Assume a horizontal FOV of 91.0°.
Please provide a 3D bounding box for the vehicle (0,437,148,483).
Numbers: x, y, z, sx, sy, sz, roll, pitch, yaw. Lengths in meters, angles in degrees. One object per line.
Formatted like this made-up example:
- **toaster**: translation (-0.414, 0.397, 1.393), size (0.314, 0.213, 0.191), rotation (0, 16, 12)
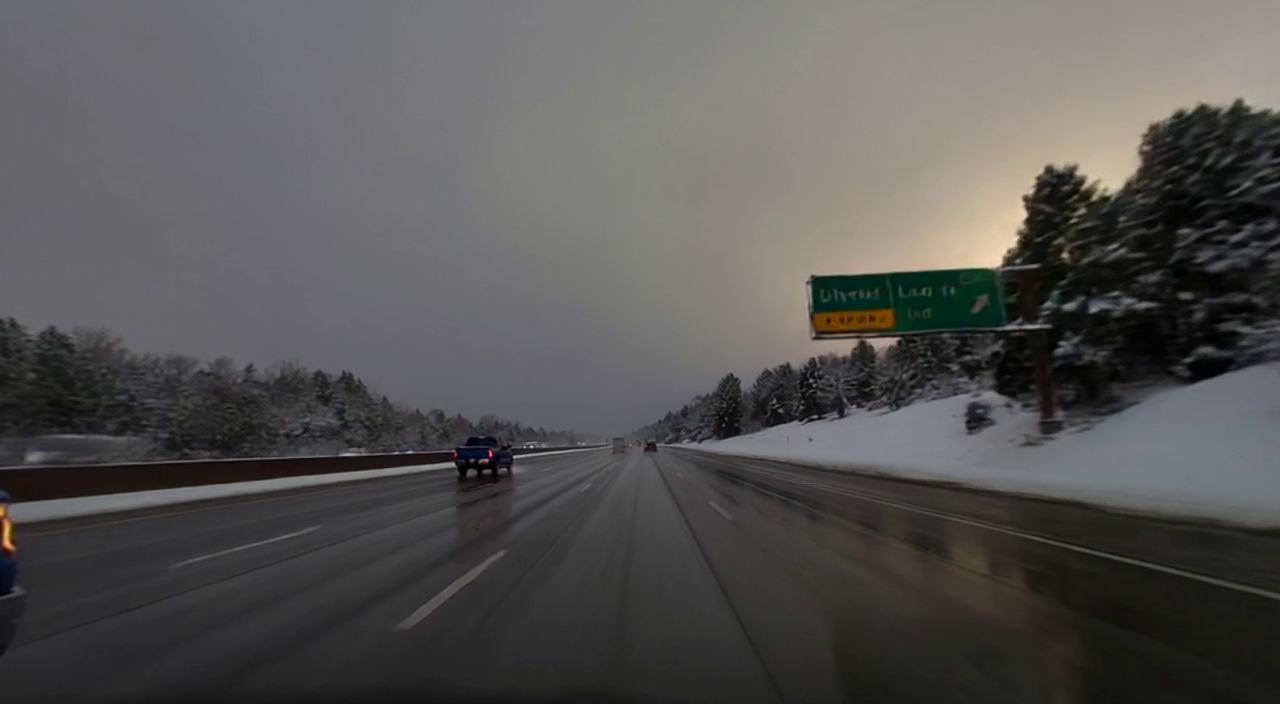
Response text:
- **vehicle**: translation (-25.102, 4.697, 27.761), size (2.163, 1.815, 5.677), rotation (0, -9, 0)

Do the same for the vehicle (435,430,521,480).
- **vehicle**: translation (-6.884, 4.465, 27.479), size (2.260, 1.917, 5.499), rotation (0, -9, 0)
